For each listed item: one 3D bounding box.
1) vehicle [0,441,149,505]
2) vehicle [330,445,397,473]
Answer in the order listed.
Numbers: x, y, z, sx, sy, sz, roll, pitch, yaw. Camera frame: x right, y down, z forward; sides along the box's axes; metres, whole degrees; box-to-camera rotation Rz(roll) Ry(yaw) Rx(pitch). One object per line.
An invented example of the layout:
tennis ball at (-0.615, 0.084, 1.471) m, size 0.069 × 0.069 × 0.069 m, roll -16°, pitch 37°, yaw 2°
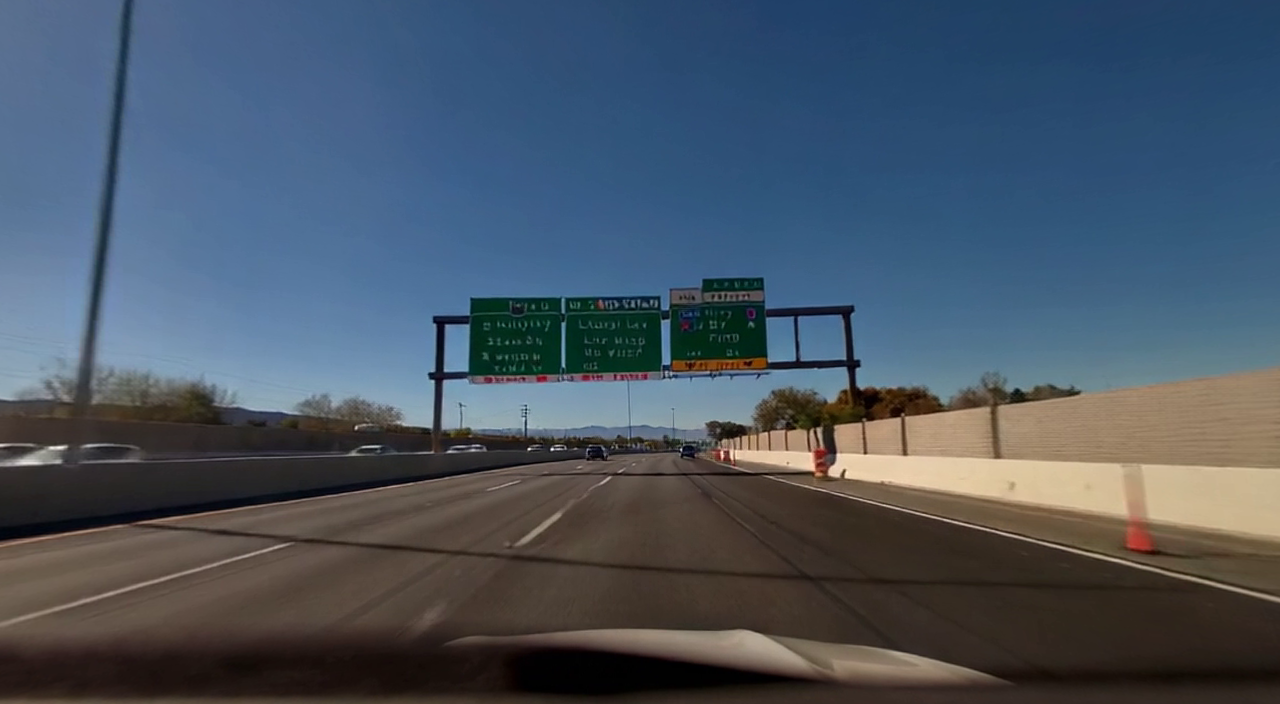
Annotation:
vehicle at (-16.345, 3.246, 17.264) m, size 1.937 × 1.515 × 4.594 m, roll -1°, pitch -9°, yaw 2°
vehicle at (-16.186, 6.289, 37.115) m, size 1.871 × 1.485 × 4.332 m, roll -1°, pitch -9°, yaw 2°
